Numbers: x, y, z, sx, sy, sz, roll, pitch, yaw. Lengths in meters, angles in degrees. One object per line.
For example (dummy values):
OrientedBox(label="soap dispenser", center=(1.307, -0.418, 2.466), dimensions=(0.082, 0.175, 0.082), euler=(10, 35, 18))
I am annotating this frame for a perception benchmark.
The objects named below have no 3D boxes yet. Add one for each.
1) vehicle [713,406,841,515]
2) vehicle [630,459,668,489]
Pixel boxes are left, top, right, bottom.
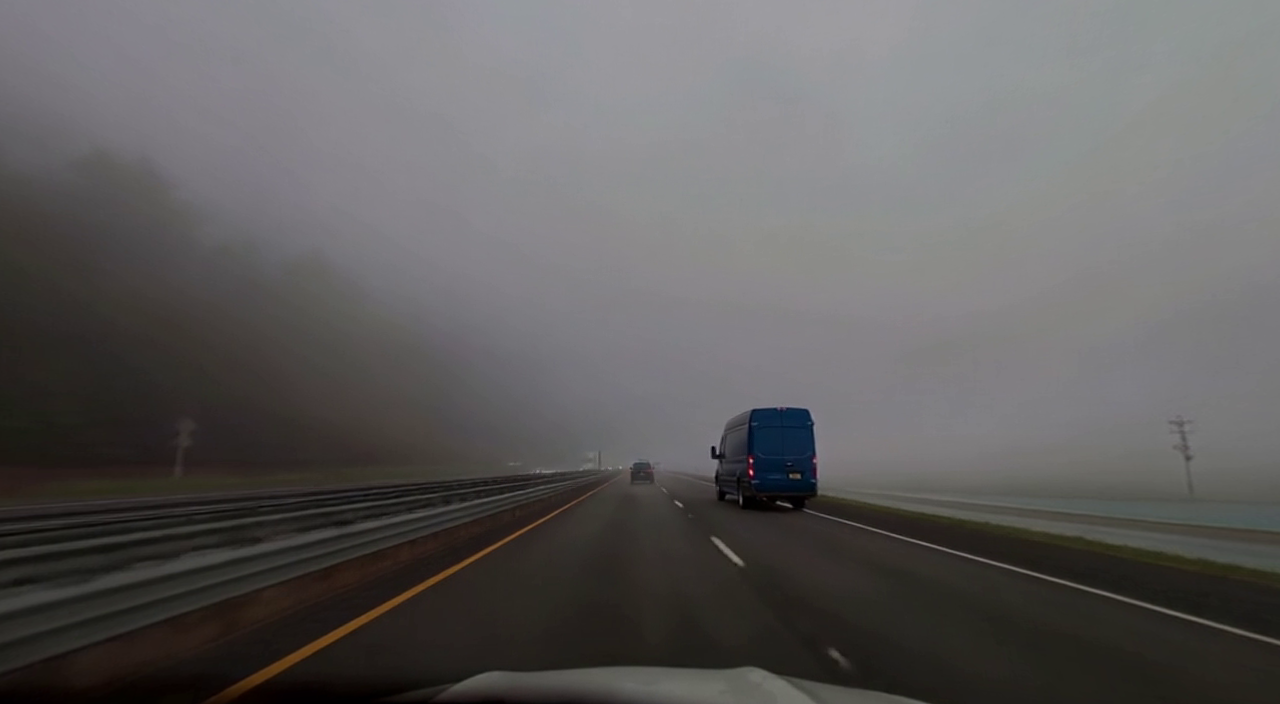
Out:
OrientedBox(label="vehicle", center=(4.194, 3.637, 20.977), dimensions=(2.563, 2.975, 6.941), euler=(1, -10, -1))
OrientedBox(label="vehicle", center=(0.560, 7.551, 39.151), dimensions=(2.212, 1.717, 4.452), euler=(0, -10, 1))
